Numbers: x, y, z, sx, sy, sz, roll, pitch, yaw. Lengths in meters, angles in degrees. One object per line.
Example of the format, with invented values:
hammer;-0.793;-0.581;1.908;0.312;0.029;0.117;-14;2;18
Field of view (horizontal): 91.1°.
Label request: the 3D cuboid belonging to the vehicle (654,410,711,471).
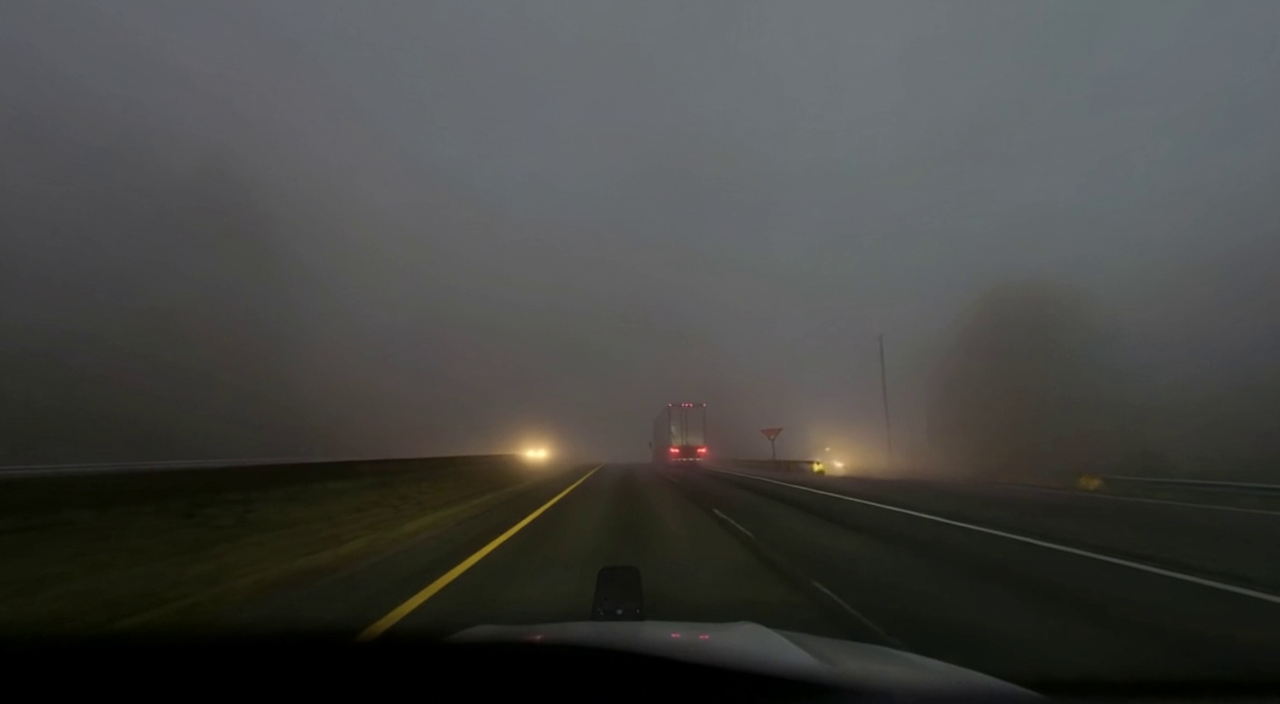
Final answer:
vehicle;3.015;6.946;49.193;2.938;4.076;13.362;0;-8;-3
